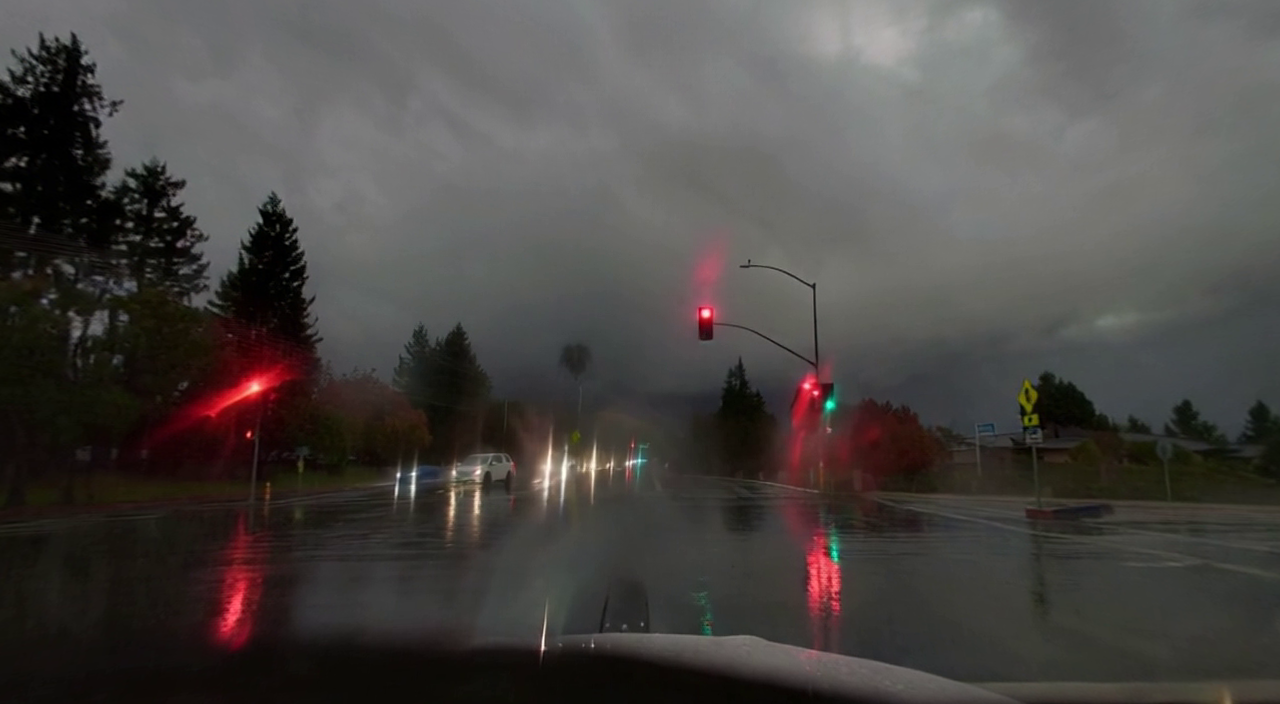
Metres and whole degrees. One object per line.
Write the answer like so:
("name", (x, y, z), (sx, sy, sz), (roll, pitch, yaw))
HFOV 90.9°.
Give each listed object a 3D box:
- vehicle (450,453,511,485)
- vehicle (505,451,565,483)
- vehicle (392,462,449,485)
("vehicle", (-8.040, 5.901, 32.113), (1.960, 1.433, 4.213), (0, -8, 1))
("vehicle", (-5.247, 5.792, 32.104), (2.107, 1.456, 4.728), (0, -8, 1))
("vehicle", (-16.427, 9.122, 47.433), (2.029, 1.500, 4.491), (-2, -9, 11))
